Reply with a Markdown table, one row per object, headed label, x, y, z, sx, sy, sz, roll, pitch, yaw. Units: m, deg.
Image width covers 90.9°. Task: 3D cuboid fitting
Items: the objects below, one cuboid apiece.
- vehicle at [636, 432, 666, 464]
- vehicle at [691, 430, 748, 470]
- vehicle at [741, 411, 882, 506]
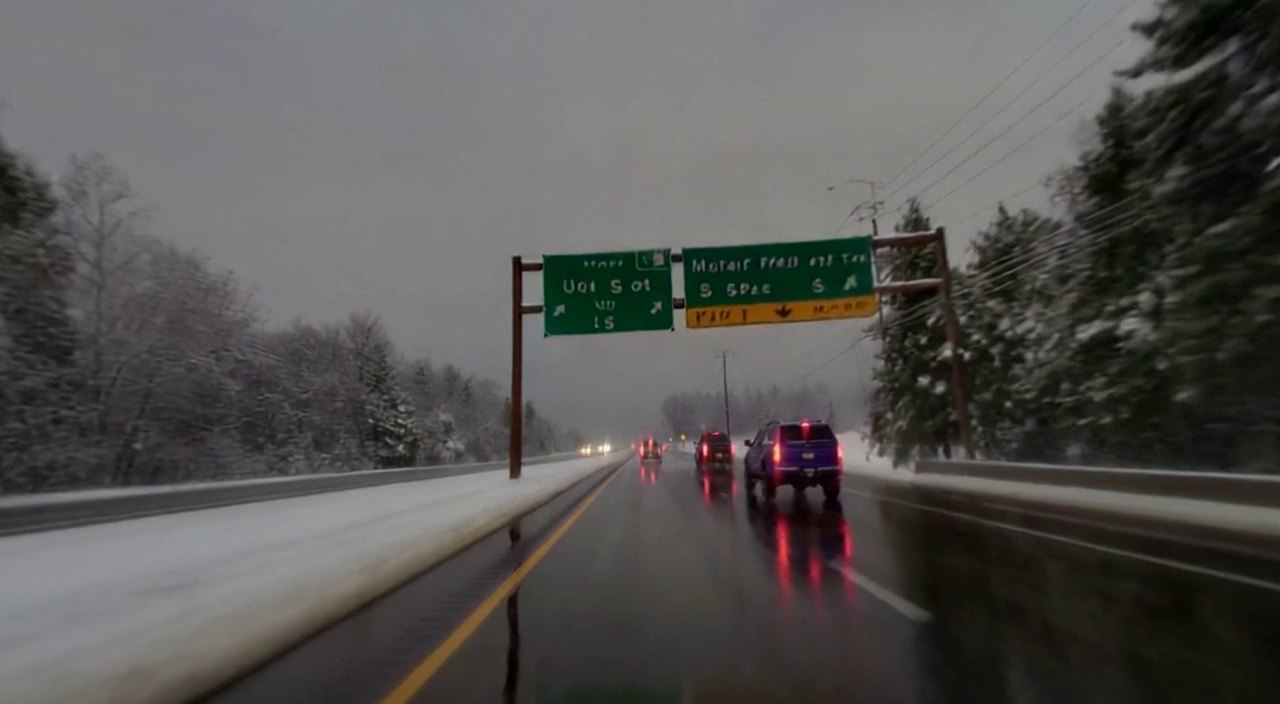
| label | x | y | z | sx | sy | sz | roll | pitch | yaw |
| --- | --- | --- | --- | --- | --- | --- | --- | --- | --- |
| vehicle | 0.790 | 7.289 | 47.899 | 2.099 | 2.260 | 4.899 | 0 | -8 | -1 |
| vehicle | 4.587 | 5.755 | 37.281 | 2.594 | 2.155 | 5.670 | 0 | -8 | 0 |
| vehicle | 4.184 | 2.712 | 16.452 | 2.145 | 2.069 | 5.057 | 0 | -8 | -1 |
